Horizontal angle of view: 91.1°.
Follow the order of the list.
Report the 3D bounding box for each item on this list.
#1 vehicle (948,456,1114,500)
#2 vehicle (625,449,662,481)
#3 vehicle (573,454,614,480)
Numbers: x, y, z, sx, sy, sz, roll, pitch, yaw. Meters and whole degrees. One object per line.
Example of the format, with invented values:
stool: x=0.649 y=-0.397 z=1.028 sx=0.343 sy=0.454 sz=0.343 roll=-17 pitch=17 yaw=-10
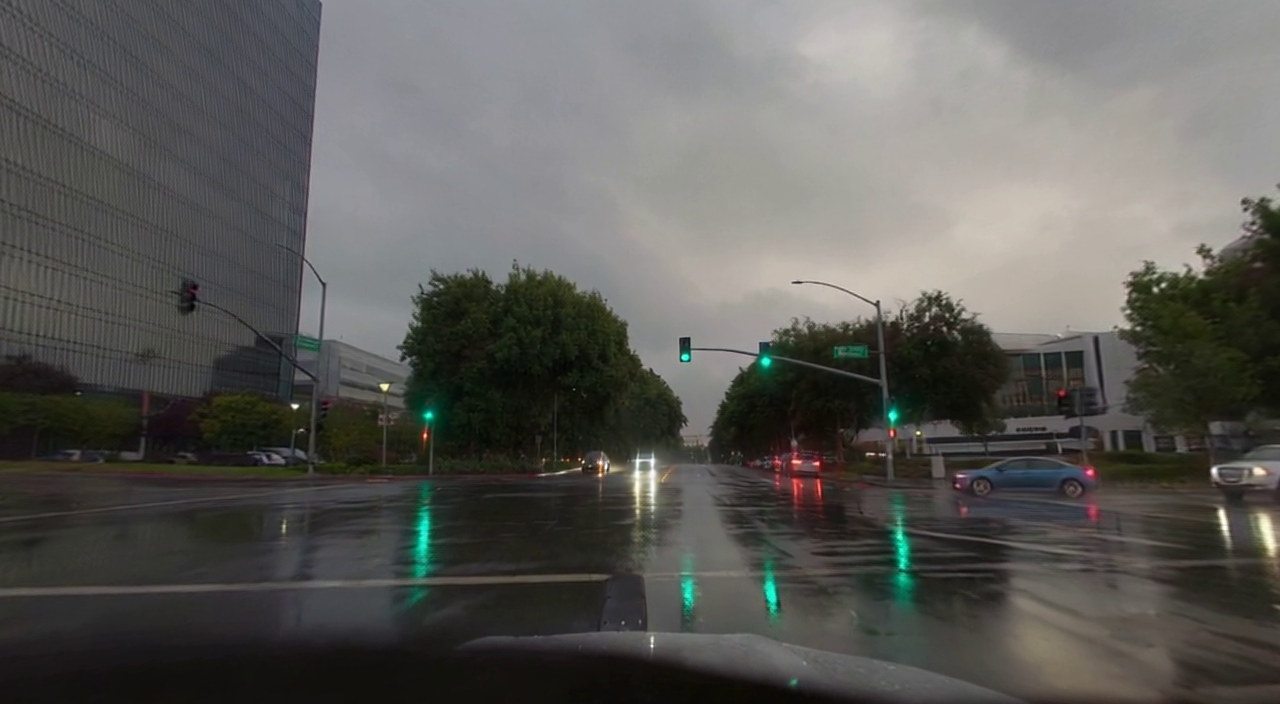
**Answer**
vehicle: x=14.643 y=4.736 z=23.852 sx=4.896 sy=1.503 sz=1.971 roll=-3 pitch=-9 yaw=15
vehicle: x=0.250 y=6.606 z=37.016 sx=2.018 sy=1.699 sz=4.751 roll=0 pitch=-9 yaw=1
vehicle: x=-2.886 y=7.236 z=39.763 sx=2.068 sy=1.486 sz=4.664 roll=0 pitch=-9 yaw=2
